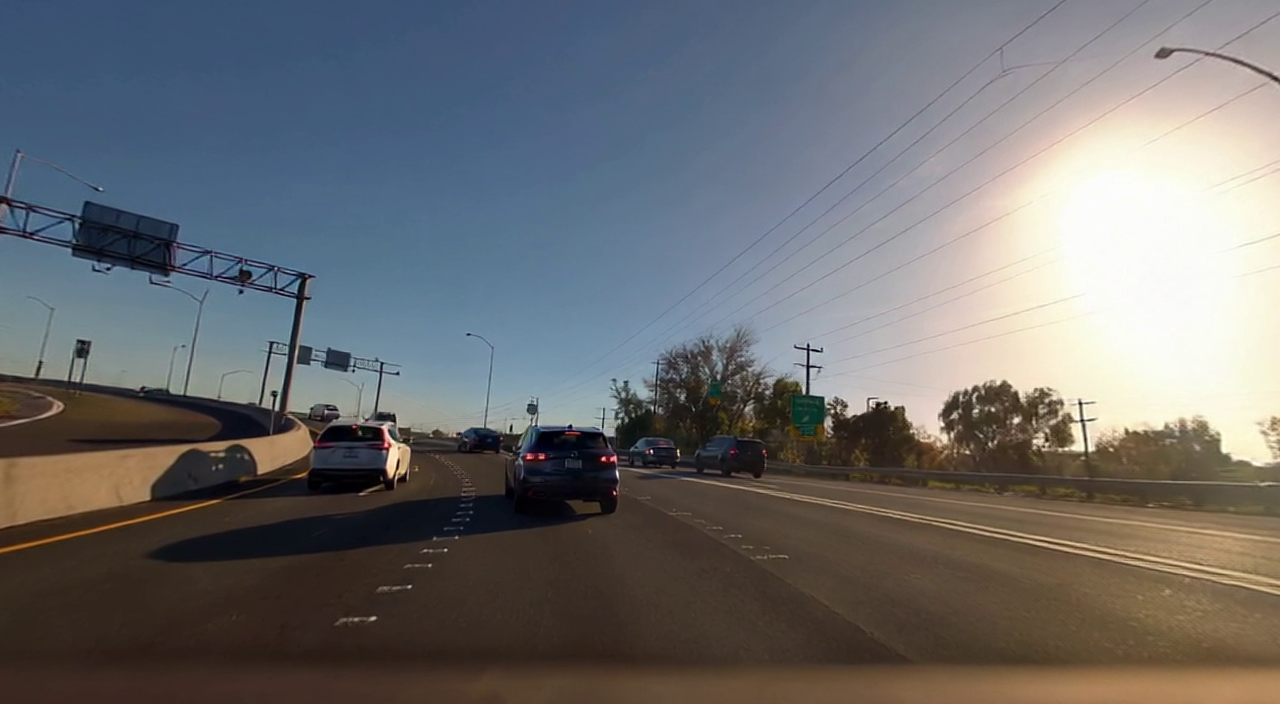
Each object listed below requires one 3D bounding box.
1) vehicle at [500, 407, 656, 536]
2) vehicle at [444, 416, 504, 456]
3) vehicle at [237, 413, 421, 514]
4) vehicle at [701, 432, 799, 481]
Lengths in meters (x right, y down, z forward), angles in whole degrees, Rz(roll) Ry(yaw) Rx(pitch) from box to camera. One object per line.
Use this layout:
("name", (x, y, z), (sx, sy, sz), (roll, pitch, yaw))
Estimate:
("vehicle", (-1.283, 1.952, 10.871), (2.140, 1.724, 4.304), (2, -9, -12))
("vehicle", (-8.283, 4.193, 31.153), (2.042, 1.817, 4.650), (4, -9, -24))
("vehicle", (-5.561, 2.050, 12.026), (2.033, 1.501, 4.623), (2, -9, -12))
("vehicle", (4.410, 4.297, 26.129), (2.079, 1.807, 4.682), (2, -9, -17))
